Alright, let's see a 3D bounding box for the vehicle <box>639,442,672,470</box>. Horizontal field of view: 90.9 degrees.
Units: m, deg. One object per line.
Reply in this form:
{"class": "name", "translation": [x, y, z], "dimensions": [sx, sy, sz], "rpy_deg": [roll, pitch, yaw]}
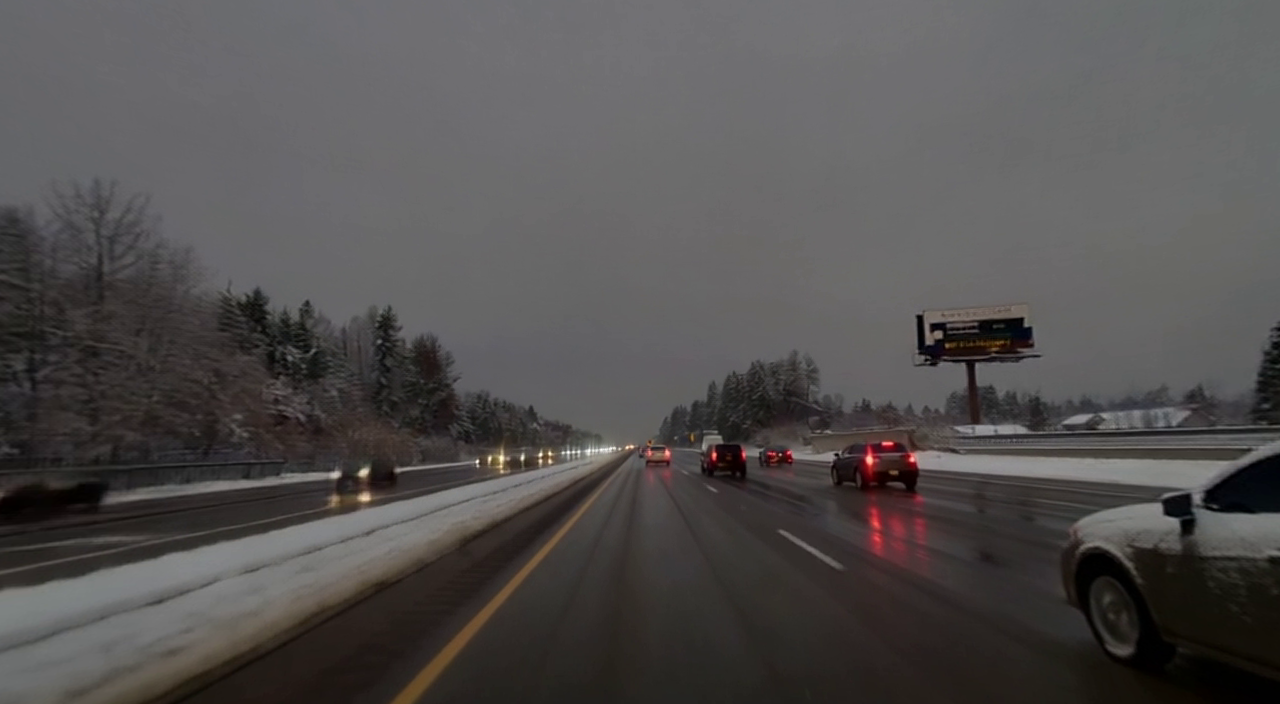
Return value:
{"class": "vehicle", "translation": [1.052, 7.242, 44.242], "dimensions": [2.145, 1.832, 4.004], "rpy_deg": [0, -8, 0]}

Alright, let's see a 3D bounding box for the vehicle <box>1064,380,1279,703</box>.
{"class": "vehicle", "translation": [3.839, 0.809, 1.960], "dimensions": [1.989, 1.609, 4.355], "rpy_deg": [0, -8, 0]}

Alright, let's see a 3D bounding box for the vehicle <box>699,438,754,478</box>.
{"class": "vehicle", "translation": [4.362, 5.413, 32.491], "dimensions": [2.075, 1.845, 4.667], "rpy_deg": [0, -8, -1]}

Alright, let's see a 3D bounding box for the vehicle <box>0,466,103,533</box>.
{"class": "vehicle", "translation": [-16.880, 3.802, 16.144], "dimensions": [1.975, 1.530, 4.866], "rpy_deg": [-1, -8, 0]}

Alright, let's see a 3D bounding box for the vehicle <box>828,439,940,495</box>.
{"class": "vehicle", "translation": [7.608, 3.588, 20.170], "dimensions": [1.807, 1.558, 4.352], "rpy_deg": [0, -8, 0]}

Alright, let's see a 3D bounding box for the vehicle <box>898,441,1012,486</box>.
{"class": "vehicle", "translation": [12.048, 4.255, 24.553], "dimensions": [1.941, 1.539, 4.834], "rpy_deg": [0, -8, 0]}

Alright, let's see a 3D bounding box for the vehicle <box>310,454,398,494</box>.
{"class": "vehicle", "translation": [-13.081, 5.566, 29.181], "dimensions": [1.864, 1.587, 4.549], "rpy_deg": [-1, -8, 1]}
